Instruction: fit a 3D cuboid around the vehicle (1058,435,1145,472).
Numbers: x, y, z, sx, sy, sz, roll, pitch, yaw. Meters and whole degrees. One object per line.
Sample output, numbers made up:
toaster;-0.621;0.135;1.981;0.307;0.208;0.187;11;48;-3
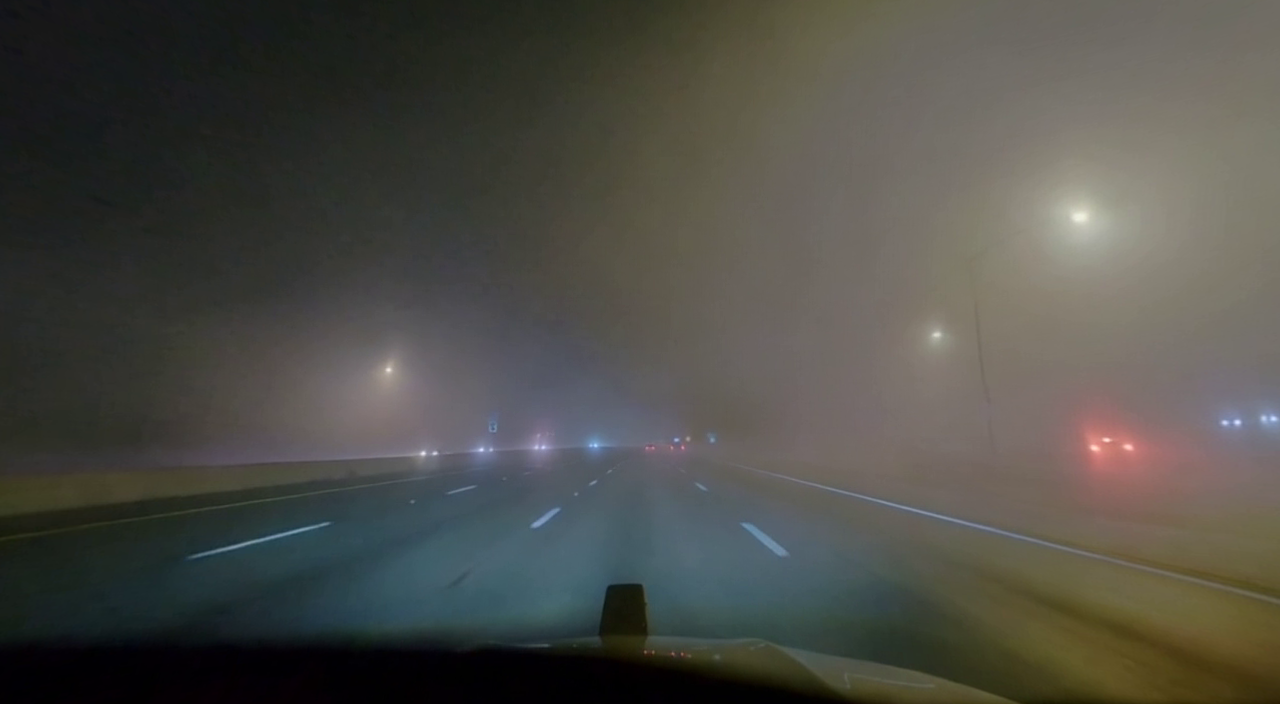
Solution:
vehicle;22.795;5.023;31.334;2.039;1.658;4.457;-3;-9;17
